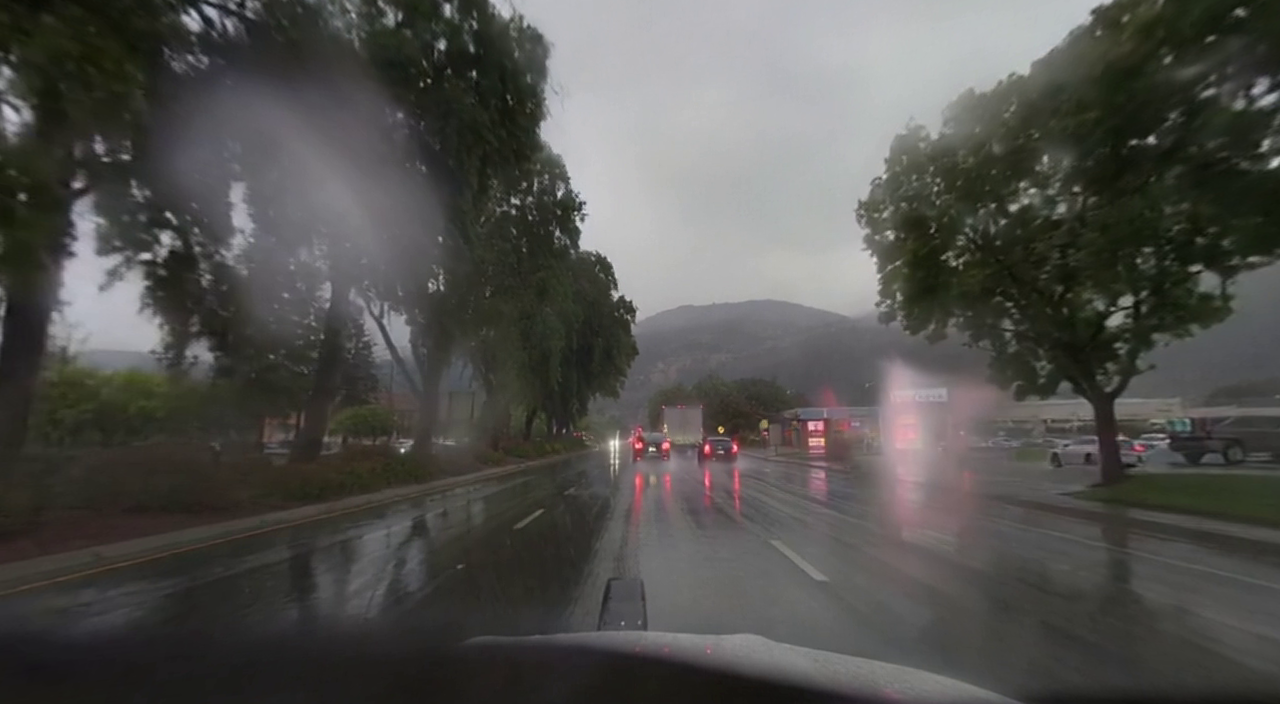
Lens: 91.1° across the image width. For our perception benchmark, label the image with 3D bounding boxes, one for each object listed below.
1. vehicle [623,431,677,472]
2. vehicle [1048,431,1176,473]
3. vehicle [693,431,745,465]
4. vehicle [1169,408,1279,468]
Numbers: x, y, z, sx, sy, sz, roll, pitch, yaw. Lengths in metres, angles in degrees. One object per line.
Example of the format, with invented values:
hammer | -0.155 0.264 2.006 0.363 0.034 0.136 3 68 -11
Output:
vehicle | 0.378 4.309 27.491 2.193 1.651 3.946 0 -8 -1
vehicle | 19.790 4.206 26.603 2.068 1.627 4.269 0 -8 0
vehicle | 4.055 5.031 32.937 2.088 1.655 4.360 0 -8 -1
vehicle | 29.048 4.040 29.616 5.896 2.709 2.318 0 -8 1
